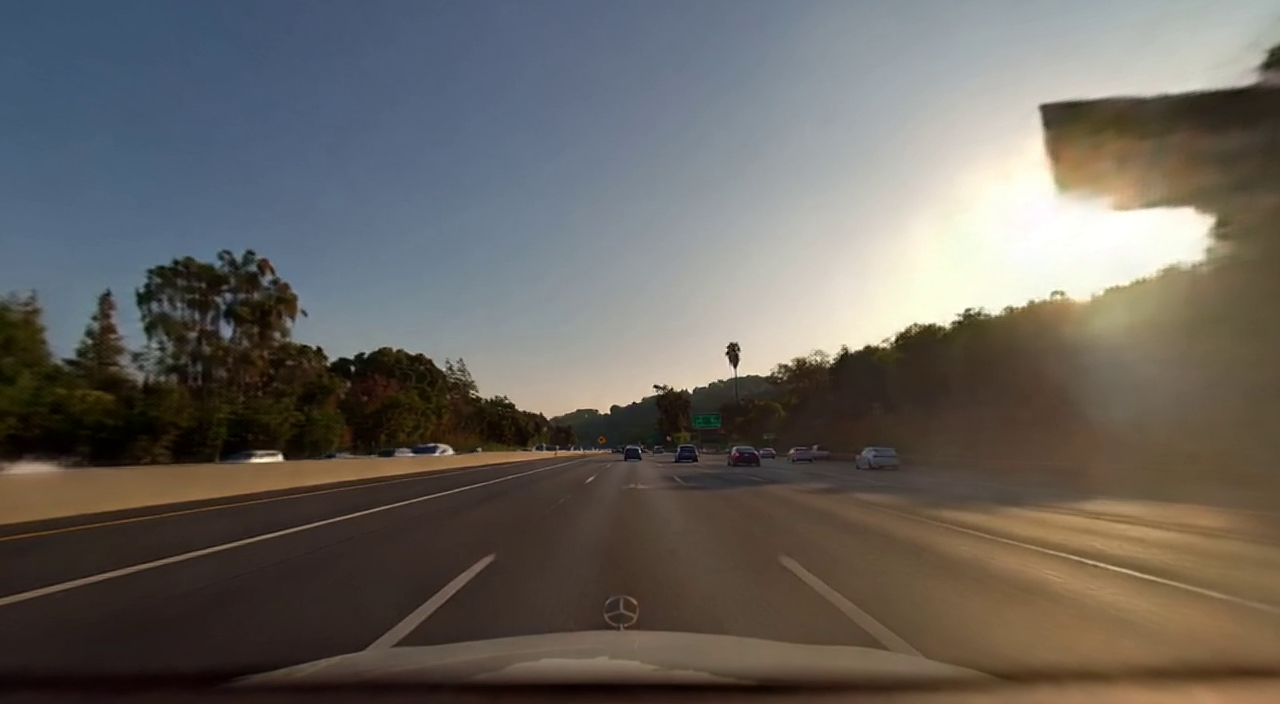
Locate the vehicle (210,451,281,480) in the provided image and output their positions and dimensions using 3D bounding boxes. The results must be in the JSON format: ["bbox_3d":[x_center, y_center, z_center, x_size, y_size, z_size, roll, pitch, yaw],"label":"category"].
[{"bbox_3d":[-27.862,8.004,44.662,1.972,1.874,4.694,0,-8,-1],"label":"vehicle"}]

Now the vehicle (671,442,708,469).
[{"bbox_3d":[3.193,6.818,41.556,2.035,1.704,3.867,0,-8,-2],"label":"vehicle"}]

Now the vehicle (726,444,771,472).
[{"bbox_3d":[6.721,6.582,39.461,1.902,1.623,4.360,0,-8,-2],"label":"vehicle"}]

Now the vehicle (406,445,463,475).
[{"bbox_3d":[-12.804,6.728,39.544,2.032,1.779,4.704,0,-8,0],"label":"vehicle"}]

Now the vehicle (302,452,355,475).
[{"bbox_3d":[-23.973,8.592,48.627,1.844,1.634,4.487,0,-8,0],"label":"vehicle"}]
